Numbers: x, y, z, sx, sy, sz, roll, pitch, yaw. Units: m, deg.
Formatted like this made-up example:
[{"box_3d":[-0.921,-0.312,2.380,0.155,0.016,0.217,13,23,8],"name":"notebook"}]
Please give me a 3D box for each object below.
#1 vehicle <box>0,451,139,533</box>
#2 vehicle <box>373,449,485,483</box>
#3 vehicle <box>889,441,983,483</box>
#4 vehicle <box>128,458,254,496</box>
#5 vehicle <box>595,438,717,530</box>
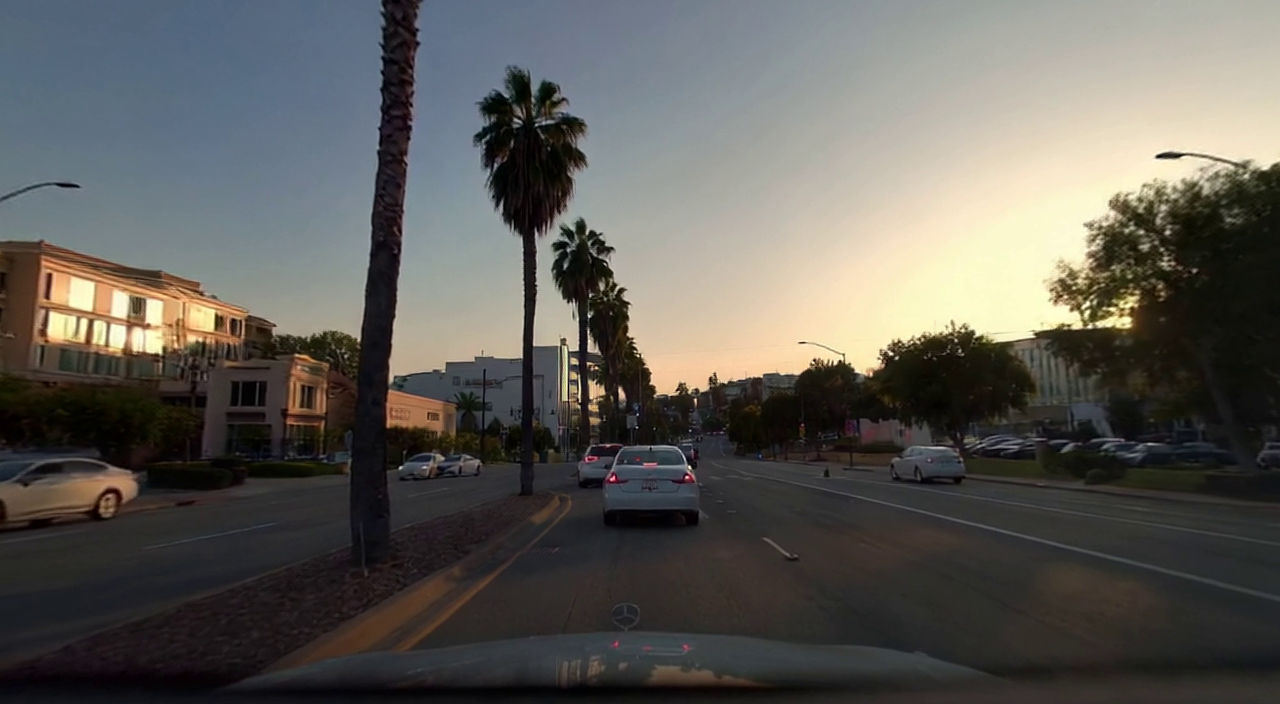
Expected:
[{"box_3d":[-13.726,3.008,13.874,1.858,1.604,4.331,-1,-9,0],"name":"vehicle"},{"box_3d":[-9.937,5.346,29.849,4.585,1.479,2.088,-3,-9,18],"name":"vehicle"},{"box_3d":[13.914,5.186,30.131,2.131,1.832,5.203,0,-9,2],"name":"vehicle"},{"box_3d":[-18.624,5.143,26.284,4.071,1.442,1.948,-2,-9,13],"name":"vehicle"},{"box_3d":[0.234,2.493,12.521,1.986,1.473,4.382,0,-9,-1],"name":"vehicle"}]
